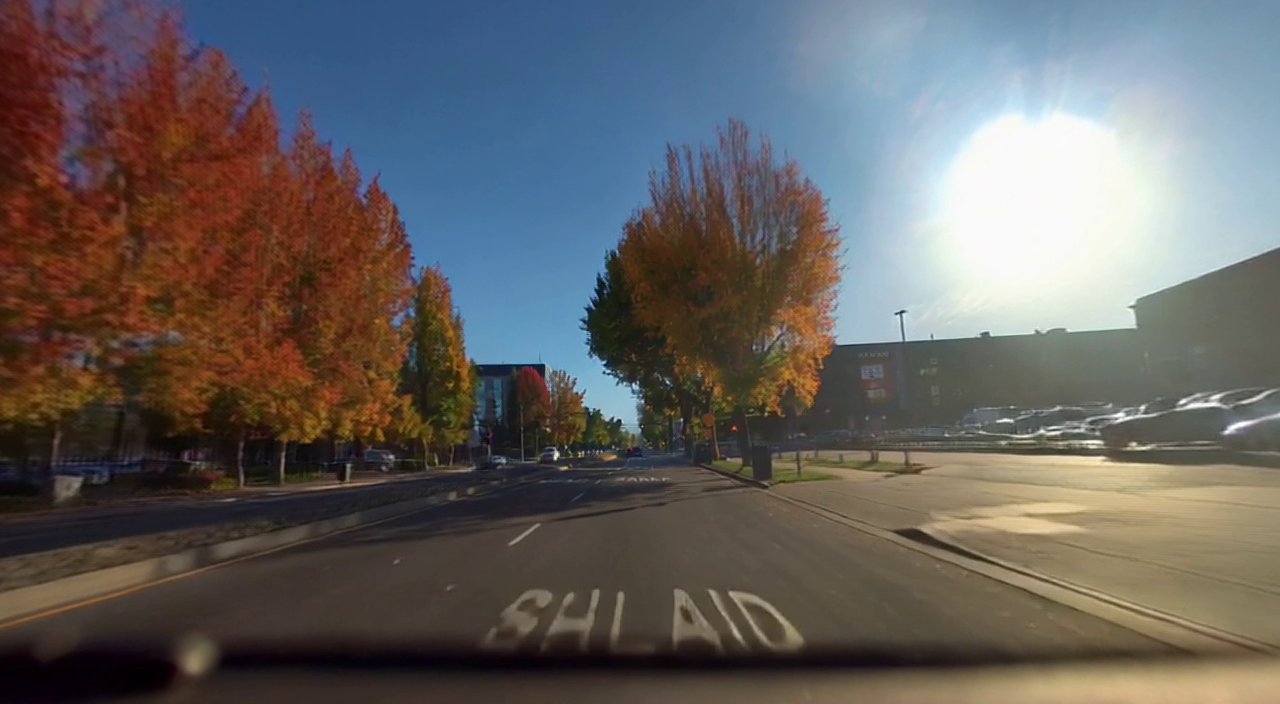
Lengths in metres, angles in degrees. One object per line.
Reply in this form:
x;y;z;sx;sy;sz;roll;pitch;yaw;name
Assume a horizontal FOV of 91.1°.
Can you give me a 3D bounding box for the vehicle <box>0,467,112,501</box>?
-27.798;6.239;29.791;3.844;1.448;1.746;0;-8;1;vehicle
